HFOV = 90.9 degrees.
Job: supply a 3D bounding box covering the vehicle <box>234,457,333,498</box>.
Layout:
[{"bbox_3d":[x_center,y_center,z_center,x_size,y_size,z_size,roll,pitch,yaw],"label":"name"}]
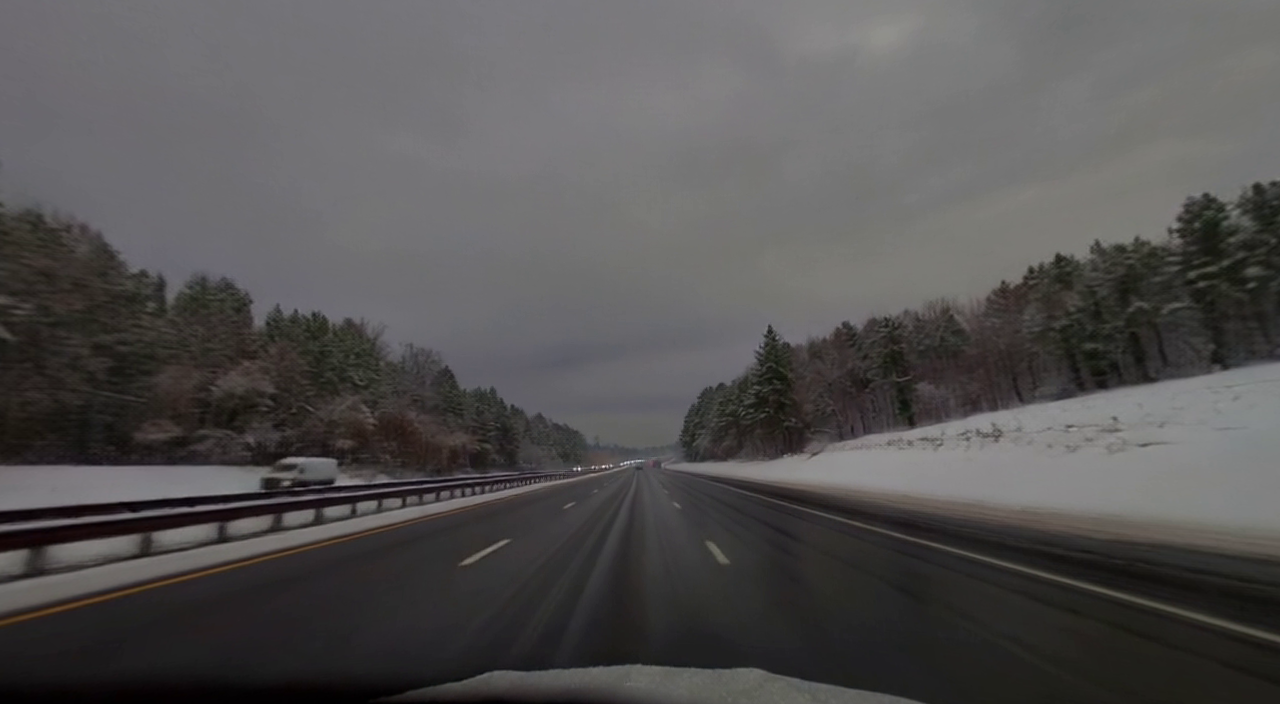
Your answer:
[{"bbox_3d":[-18.047,6.385,32.234,2.067,1.886,4.920,1,-10,1],"label":"vehicle"}]
